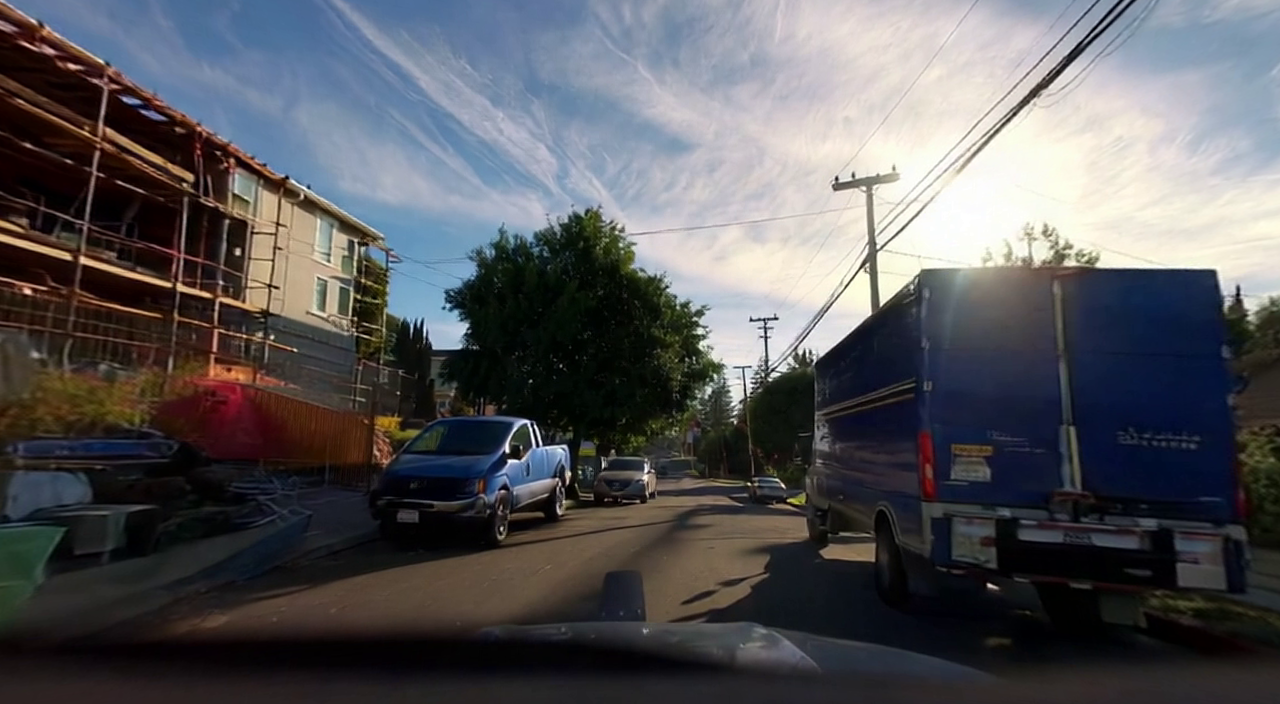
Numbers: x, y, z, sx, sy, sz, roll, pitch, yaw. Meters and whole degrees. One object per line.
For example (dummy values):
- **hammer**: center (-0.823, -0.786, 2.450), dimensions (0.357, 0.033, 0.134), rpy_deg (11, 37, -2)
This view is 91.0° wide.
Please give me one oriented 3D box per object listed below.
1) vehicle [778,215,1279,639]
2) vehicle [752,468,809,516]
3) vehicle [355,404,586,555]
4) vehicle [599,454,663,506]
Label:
- **vehicle**: center (4.587, 1.328, 10.670), dimensions (2.915, 3.793, 9.963), rpy_deg (-1, -8, 4)
- **vehicle**: center (6.755, 6.764, 30.823), dimensions (2.124, 1.573, 4.471), rpy_deg (0, -3, 5)
- **vehicle**: center (-2.458, 1.876, 10.667), dimensions (2.171, 1.910, 4.789), rpy_deg (-2, -4, 6)
- **vehicle**: center (-0.247, 5.422, 27.148), dimensions (2.257, 1.916, 5.089), rpy_deg (-1, -9, 5)
